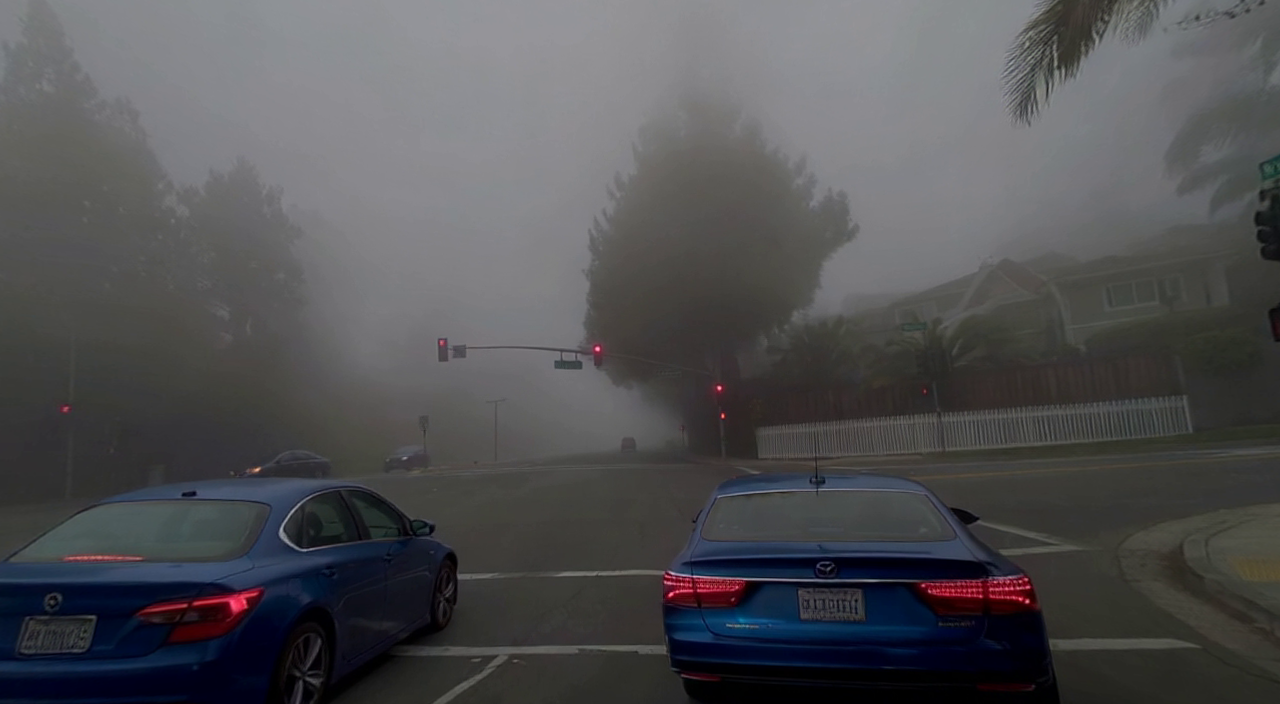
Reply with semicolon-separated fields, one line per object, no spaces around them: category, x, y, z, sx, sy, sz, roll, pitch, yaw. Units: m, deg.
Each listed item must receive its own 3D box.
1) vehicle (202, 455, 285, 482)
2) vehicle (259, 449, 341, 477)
vehicle;-24.112;7.075;38.642;2.019;1.427;4.630;-1;-9;2
vehicle;-20.028;6.524;37.512;2.084;1.528;4.778;0;-9;1
